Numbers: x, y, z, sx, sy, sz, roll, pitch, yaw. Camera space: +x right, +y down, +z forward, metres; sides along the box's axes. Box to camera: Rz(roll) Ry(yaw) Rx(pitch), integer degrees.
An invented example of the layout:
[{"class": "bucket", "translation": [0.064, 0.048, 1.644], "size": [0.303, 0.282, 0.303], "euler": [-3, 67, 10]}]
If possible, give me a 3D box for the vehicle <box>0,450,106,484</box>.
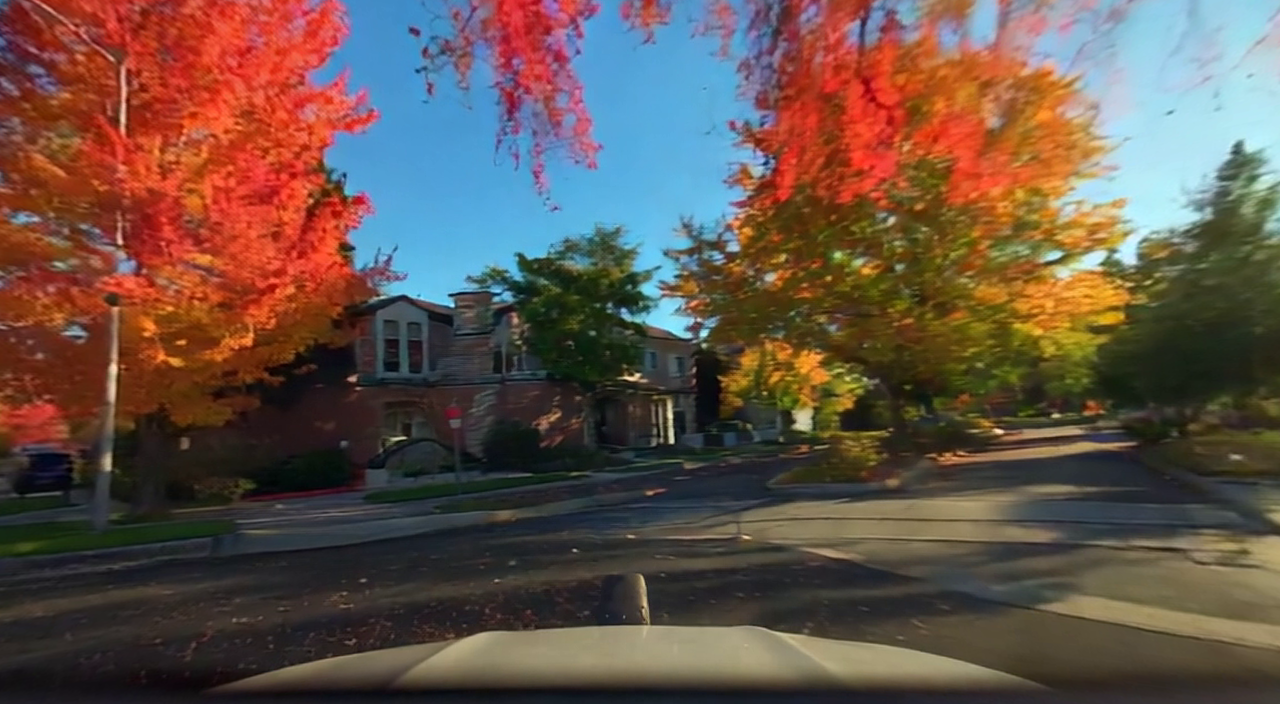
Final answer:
[{"class": "vehicle", "translation": [-34.236, 6.599, 36.248], "size": [1.909, 1.785, 4.890], "euler": [-9, -12, 32]}]
